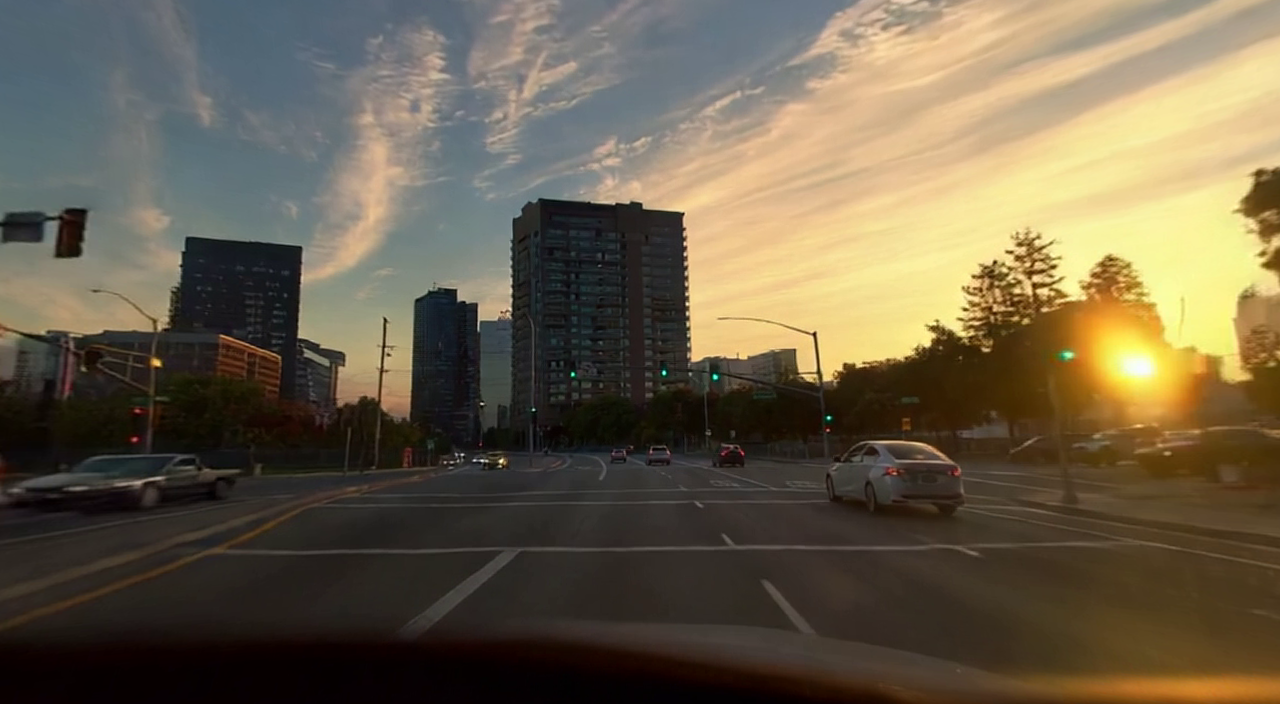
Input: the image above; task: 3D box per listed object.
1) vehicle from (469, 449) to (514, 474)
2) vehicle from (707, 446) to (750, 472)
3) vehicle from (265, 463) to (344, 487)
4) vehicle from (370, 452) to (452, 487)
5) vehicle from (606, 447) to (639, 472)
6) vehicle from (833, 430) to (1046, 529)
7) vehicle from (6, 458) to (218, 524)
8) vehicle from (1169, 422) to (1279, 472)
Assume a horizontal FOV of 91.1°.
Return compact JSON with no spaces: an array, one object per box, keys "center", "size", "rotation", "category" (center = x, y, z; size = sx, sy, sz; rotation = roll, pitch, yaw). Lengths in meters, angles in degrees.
[{"center":[-10.545,7.774,44.825],"size":[2.022,1.673,4.393],"rotation":[0,-9,1],"category":"vehicle"},{"center":[5.475,6.647,39.254],"size":[1.924,1.527,4.268],"rotation":[0,-9,-2],"category":"vehicle"},{"center":[-23.781,8.722,44.700],"size":[1.904,1.497,4.685],"rotation":[-4,-9,22],"category":"vehicle"},{"center":[-10.788,5.527,29.969],"size":[1.986,1.505,4.693],"rotation":[0,-9,2],"category":"vehicle"},{"center":[-1.128,6.860,40.238],"size":[2.026,1.453,3.780],"rotation":[0,-9,-2],"category":"vehicle"},{"center":[5.675,2.458,12.719],"size":[2.056,1.624,4.498],"rotation":[0,-9,0],"category":"vehicle"},{"center":[-14.589,3.828,17.823],"size":[1.812,1.508,4.735],"rotation":[0,-9,2],"category":"vehicle"},{"center":[20.638,3.114,20.614],"size":[4.589,1.563,2.055],"rotation":[0,-9,1],"category":"vehicle"}]
